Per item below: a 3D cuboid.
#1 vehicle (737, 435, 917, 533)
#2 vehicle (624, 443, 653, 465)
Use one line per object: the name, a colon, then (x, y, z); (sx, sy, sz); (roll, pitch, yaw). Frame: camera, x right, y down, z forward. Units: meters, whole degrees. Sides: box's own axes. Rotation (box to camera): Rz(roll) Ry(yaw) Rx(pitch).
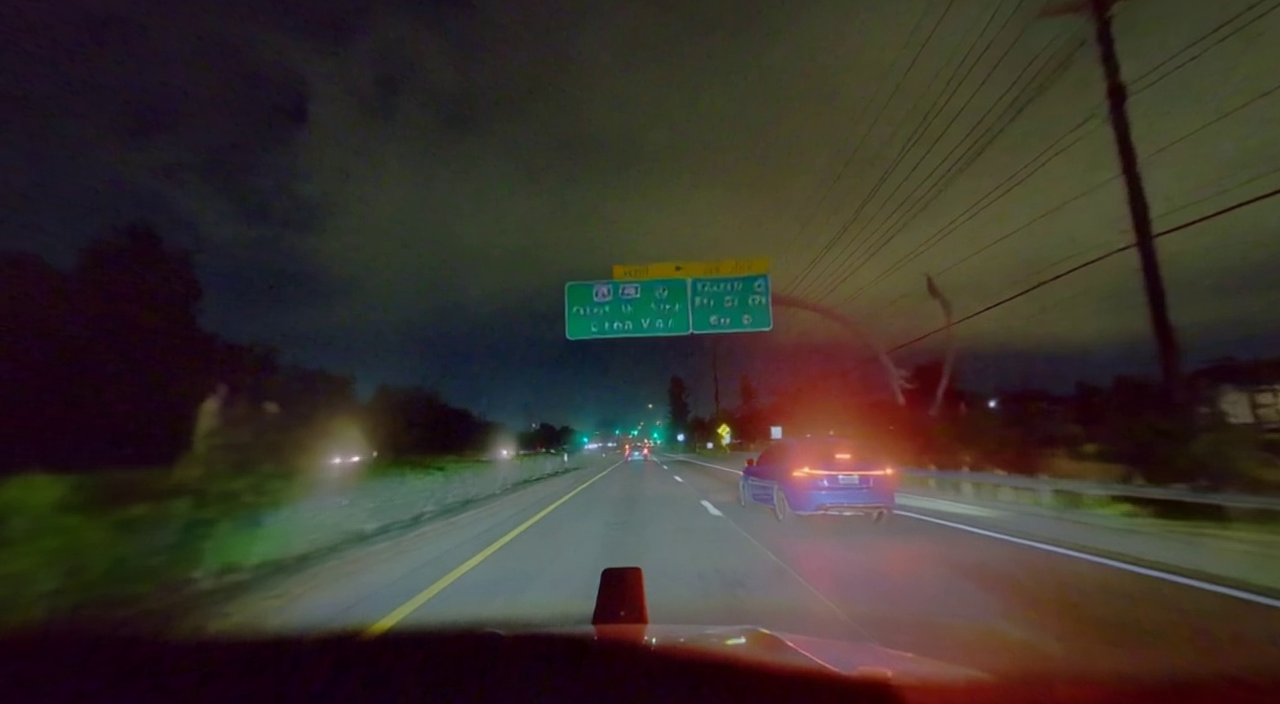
vehicle: (3.307, 2.424, 12.251); (2.060, 1.526, 4.387); (0, -8, -1)
vehicle: (-0.091, 7.453, 46.224); (2.036, 1.474, 3.969); (0, -8, 0)
